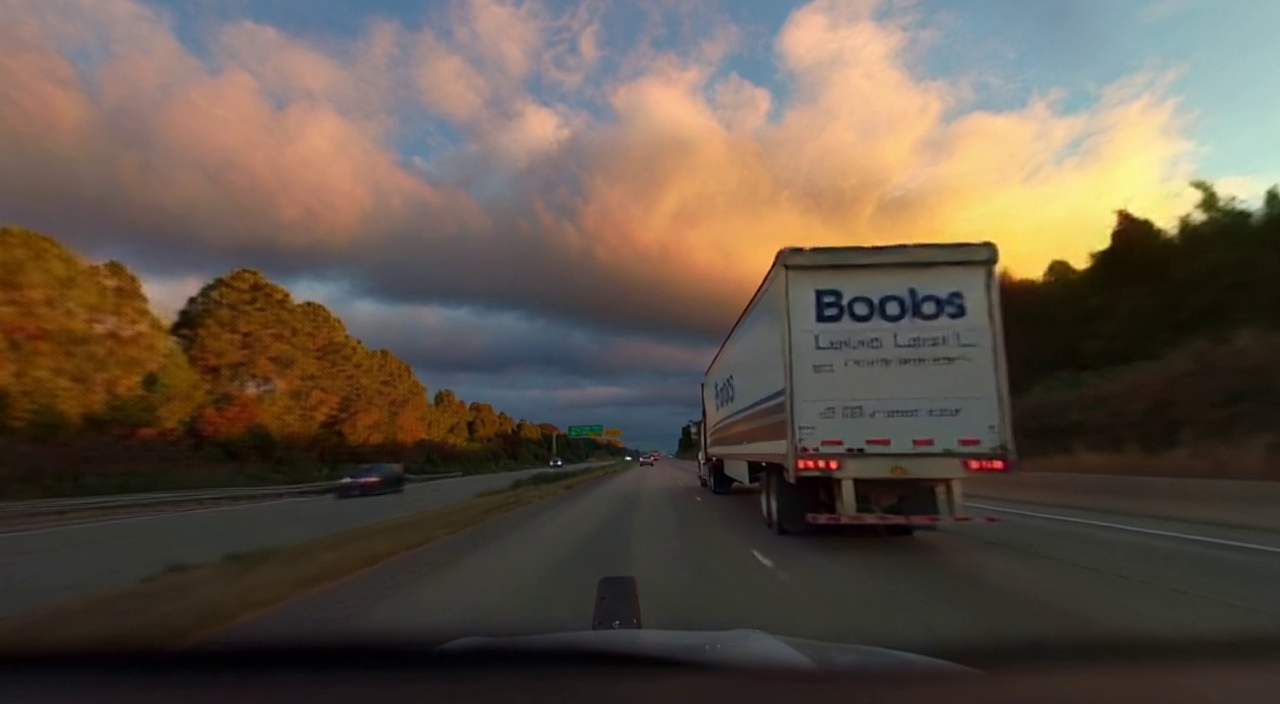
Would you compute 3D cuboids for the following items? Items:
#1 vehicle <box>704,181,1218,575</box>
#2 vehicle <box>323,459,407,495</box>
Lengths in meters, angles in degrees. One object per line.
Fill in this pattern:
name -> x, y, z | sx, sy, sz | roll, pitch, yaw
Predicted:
vehicle -> 4.065, 1.502, 15.078 | 3.537, 4.071, 17.399 | 0, -9, 1
vehicle -> -13.283, 6.054, 30.592 | 1.934, 1.501, 4.635 | 0, -9, 1
